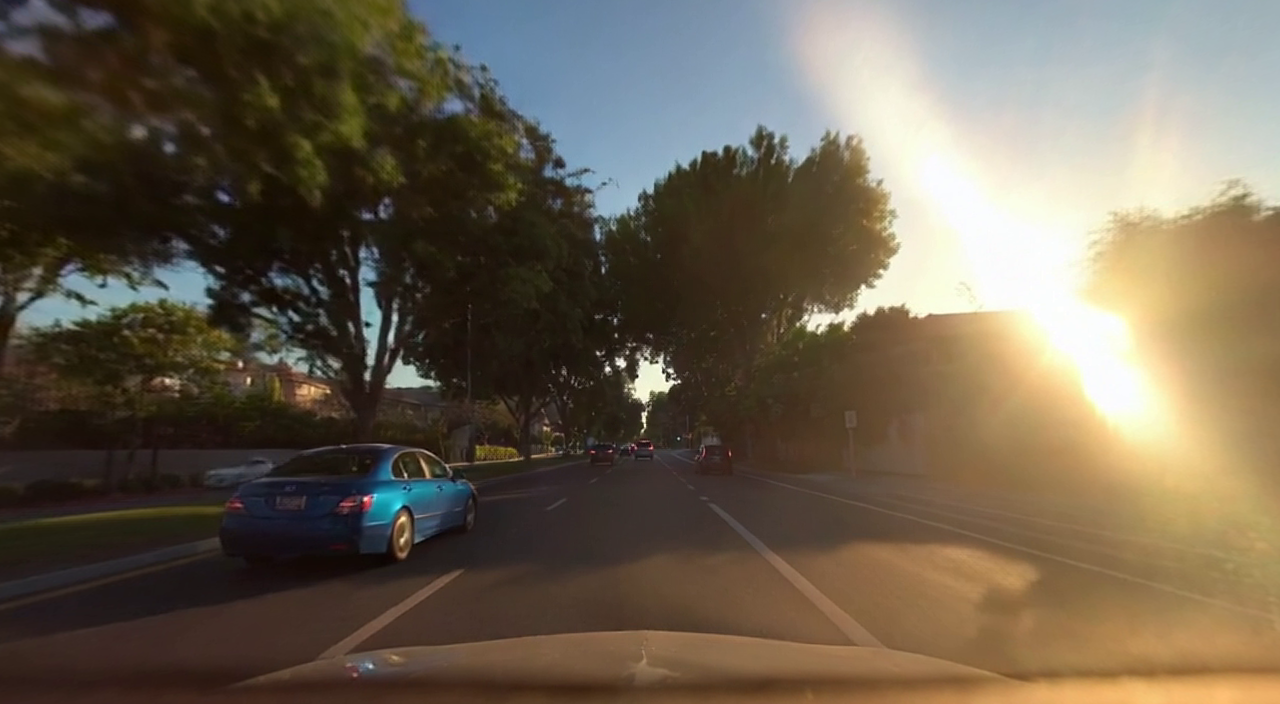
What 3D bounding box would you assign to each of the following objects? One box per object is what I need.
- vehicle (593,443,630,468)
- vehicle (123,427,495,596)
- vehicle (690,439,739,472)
[{"bbox_3d":[-1.750,6.623,40.566,1.940,1.473,4.133,-1,-8,4],"label":"vehicle"},{"bbox_3d":[-3.580,1.814,8.256,2.091,1.503,4.989,0,-8,1],"label":"vehicle"},{"bbox_3d":[4.052,5.661,34.815,2.182,1.688,4.187,0,-8,0],"label":"vehicle"}]
